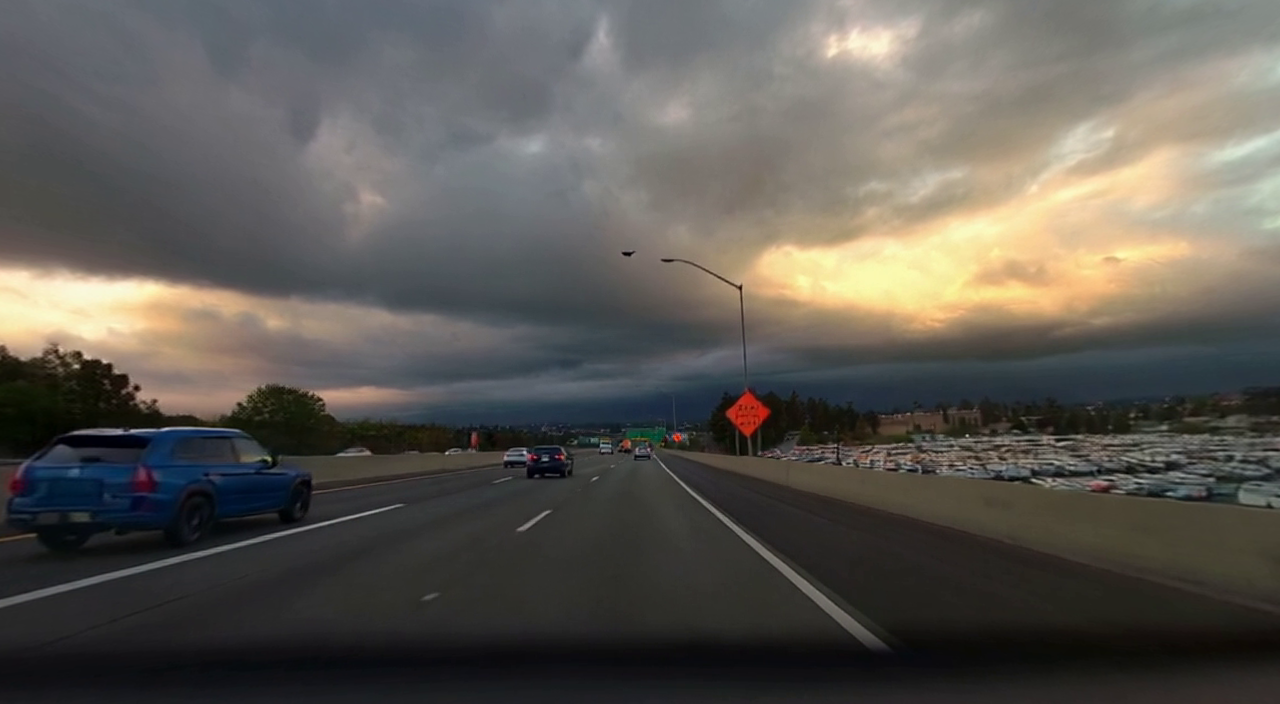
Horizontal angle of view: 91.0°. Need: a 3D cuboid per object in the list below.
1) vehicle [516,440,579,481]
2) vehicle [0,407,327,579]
[{"bbox_3d":[-4.016,4.802,28.101,2.070,1.665,4.213,0,-9,1],"label":"vehicle"},{"bbox_3d":[-7.203,1.906,9.477,2.159,1.807,5.422,0,-9,0],"label":"vehicle"}]
